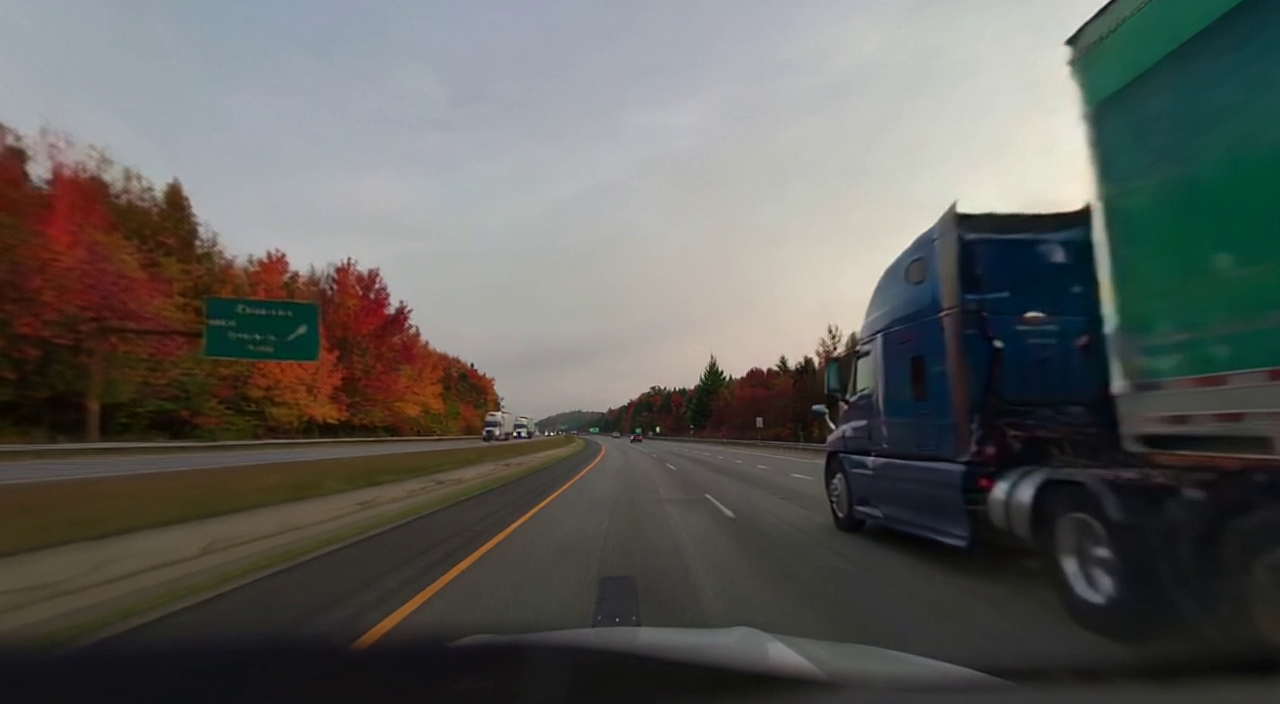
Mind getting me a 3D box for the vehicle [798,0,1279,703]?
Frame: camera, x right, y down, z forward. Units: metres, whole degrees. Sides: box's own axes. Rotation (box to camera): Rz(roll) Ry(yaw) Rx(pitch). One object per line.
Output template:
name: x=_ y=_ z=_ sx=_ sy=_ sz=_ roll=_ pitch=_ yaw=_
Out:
vehicle: x=3.695 y=-0.008 z=5.400 sx=2.985 sy=4.066 sz=6.190 roll=0 pitch=-8 yaw=0
